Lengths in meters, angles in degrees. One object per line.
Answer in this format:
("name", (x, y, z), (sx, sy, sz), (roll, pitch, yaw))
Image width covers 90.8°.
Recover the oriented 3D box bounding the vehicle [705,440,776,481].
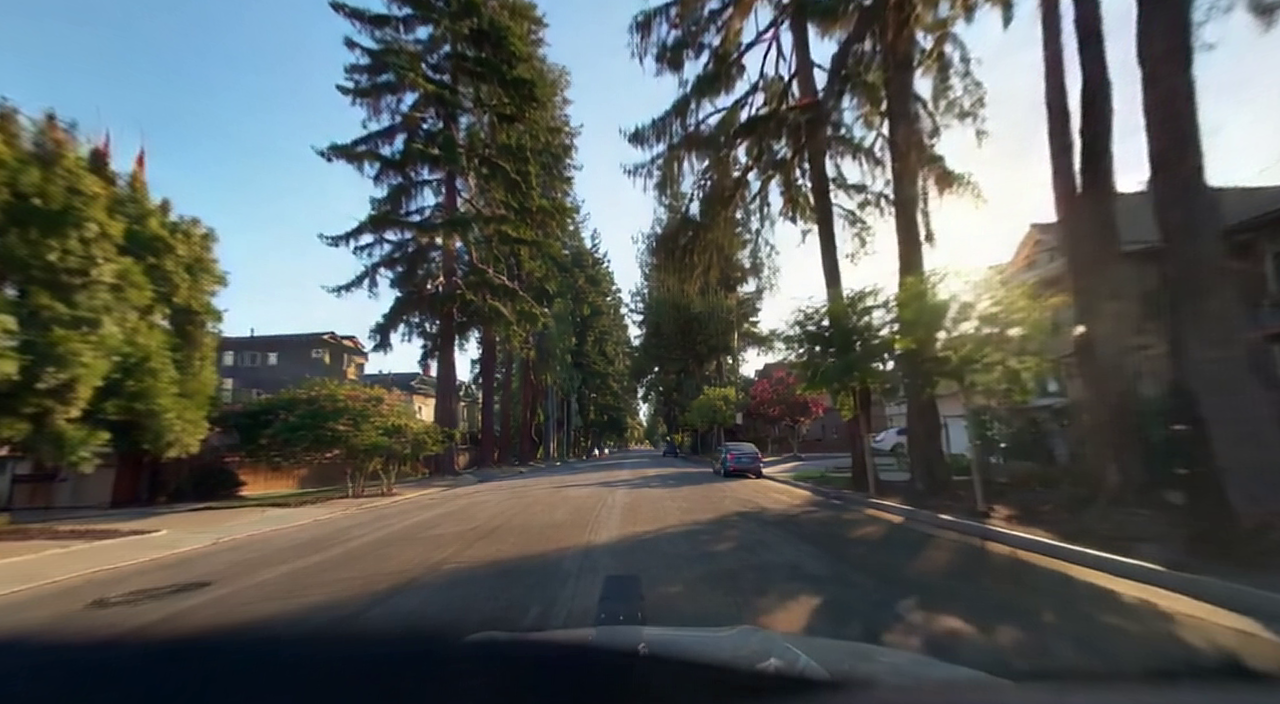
("vehicle", (3.867, 4.240, 25.004), (2.013, 1.473, 4.329), (0, -8, -1))
